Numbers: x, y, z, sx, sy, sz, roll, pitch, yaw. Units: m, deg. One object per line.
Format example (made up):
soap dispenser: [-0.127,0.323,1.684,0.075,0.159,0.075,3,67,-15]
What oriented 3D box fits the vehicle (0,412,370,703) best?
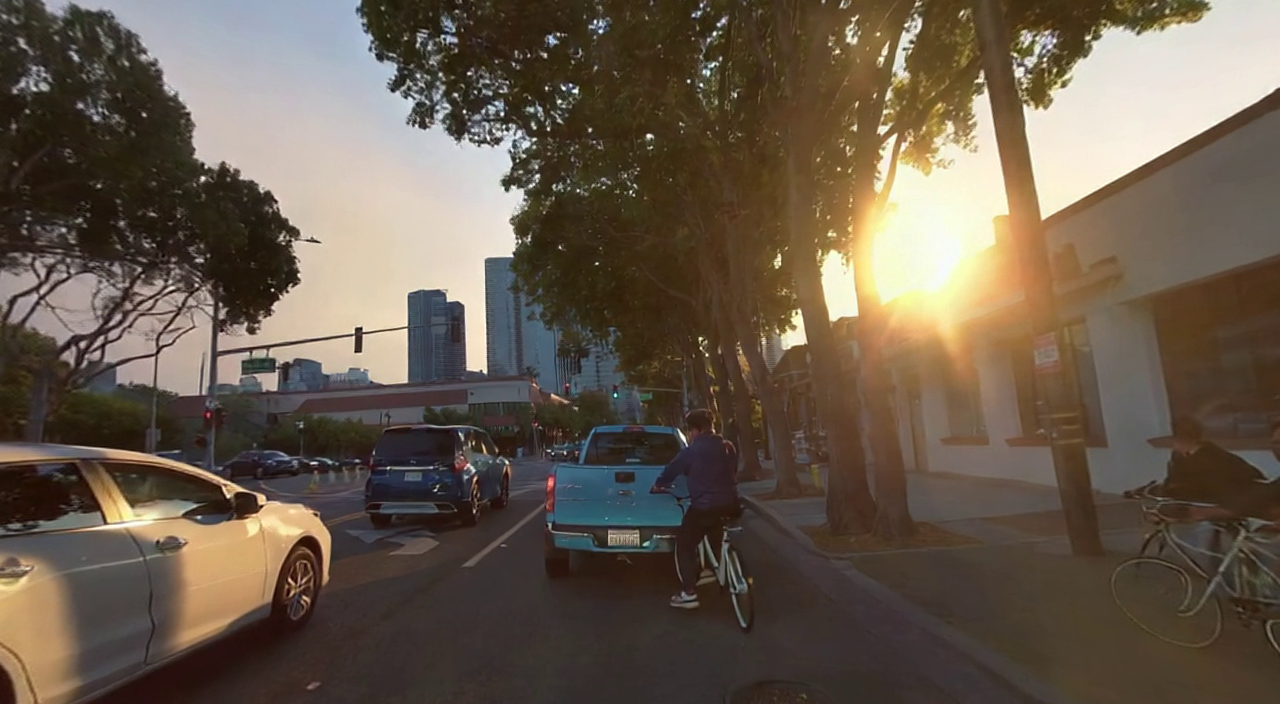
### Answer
vehicle: [-3.555,1.172,3.689,2.064,1.486,4.140,0,-9,1]

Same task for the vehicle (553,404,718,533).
vehicle: [-0.105,2.095,11.898,2.426,1.882,5.027,0,-9,-1]

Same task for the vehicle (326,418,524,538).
vehicle: [-3.599,2.205,11.642,2.046,1.750,4.452,0,-9,0]
